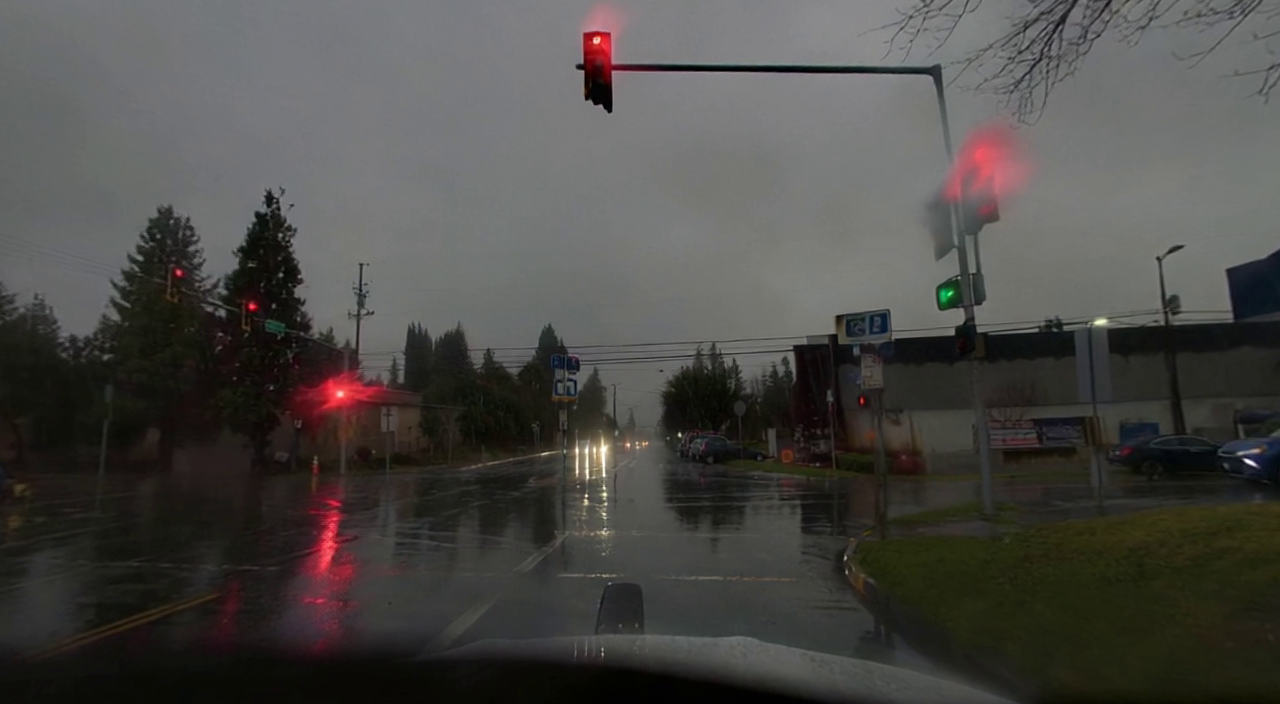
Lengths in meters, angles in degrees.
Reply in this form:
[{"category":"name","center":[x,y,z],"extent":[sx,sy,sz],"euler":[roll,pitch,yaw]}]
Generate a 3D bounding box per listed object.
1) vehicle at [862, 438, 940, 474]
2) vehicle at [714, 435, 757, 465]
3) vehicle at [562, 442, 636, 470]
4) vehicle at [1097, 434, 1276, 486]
[{"category":"vehicle","center":[12.401,5.039,30.267],"extent":[1.922,1.529,3.964],"euler":[0,-12,-1]},{"category":"vehicle","center":[6.950,7.154,46.114],"extent":[1.491,2.041,2.964],"euler":[6,-9,-34]},{"category":"vehicle","center":[-2.447,6.152,37.559],"extent":[3.991,1.526,1.868],"euler":[-4,-9,30]},{"category":"vehicle","center":[16.787,3.316,19.504],"extent":[3.876,1.512,1.784],"euler":[0,-8,-2]}]
